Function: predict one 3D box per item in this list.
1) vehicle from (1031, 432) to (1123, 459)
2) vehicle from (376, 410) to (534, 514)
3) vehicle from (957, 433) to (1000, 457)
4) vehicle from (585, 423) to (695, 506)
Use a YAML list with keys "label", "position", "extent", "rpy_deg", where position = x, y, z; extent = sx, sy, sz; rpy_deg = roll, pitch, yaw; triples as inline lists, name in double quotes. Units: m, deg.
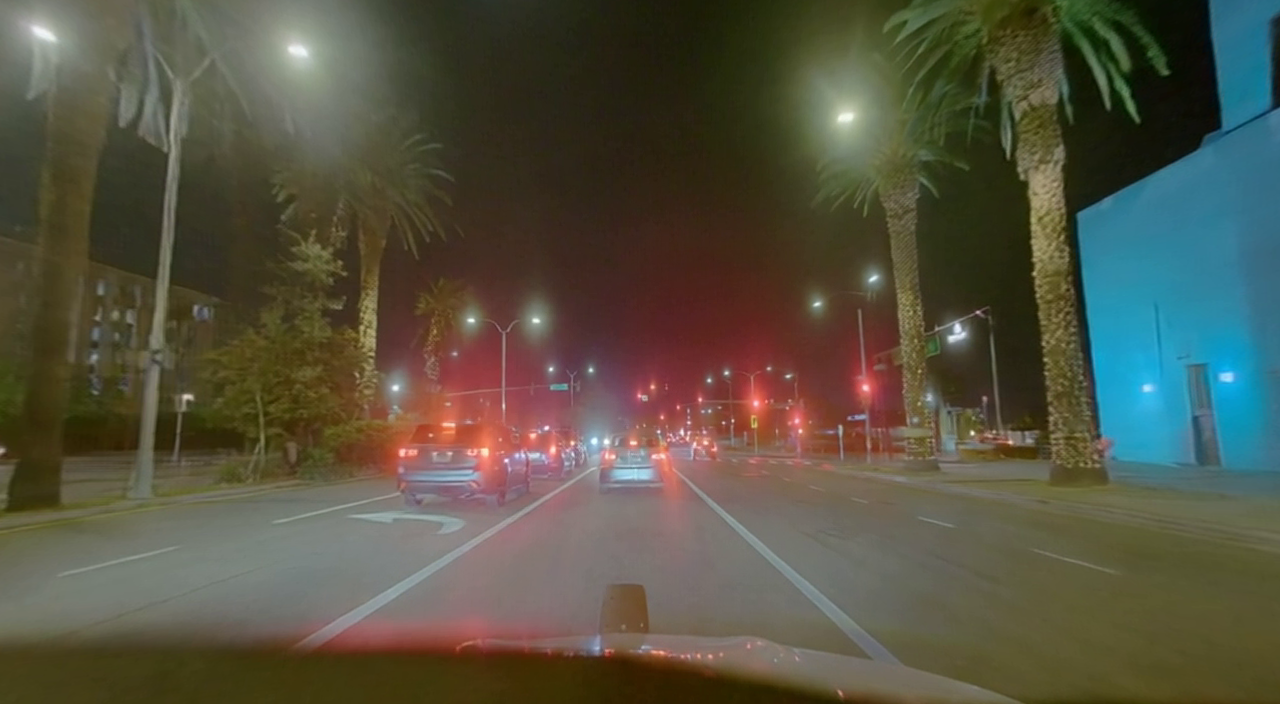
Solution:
- label: "vehicle"
  position: [25.418, 5.454, 36.732]
  extent: [3.914, 1.427, 1.779]
  rpy_deg: [-2, -8, 5]
- label: "vehicle"
  position: [-3.486, 2.172, 12.852]
  extent: [1.914, 1.741, 4.398]
  rpy_deg: [0, -8, -1]
- label: "vehicle"
  position: [25.853, 7.127, 48.280]
  extent: [1.882, 1.672, 3.957]
  rpy_deg: [-2, -9, 14]
- label: "vehicle"
  position: [-0.015, 2.483, 14.318]
  extent: [2.114, 1.585, 4.285]
  rpy_deg: [0, -8, -1]
